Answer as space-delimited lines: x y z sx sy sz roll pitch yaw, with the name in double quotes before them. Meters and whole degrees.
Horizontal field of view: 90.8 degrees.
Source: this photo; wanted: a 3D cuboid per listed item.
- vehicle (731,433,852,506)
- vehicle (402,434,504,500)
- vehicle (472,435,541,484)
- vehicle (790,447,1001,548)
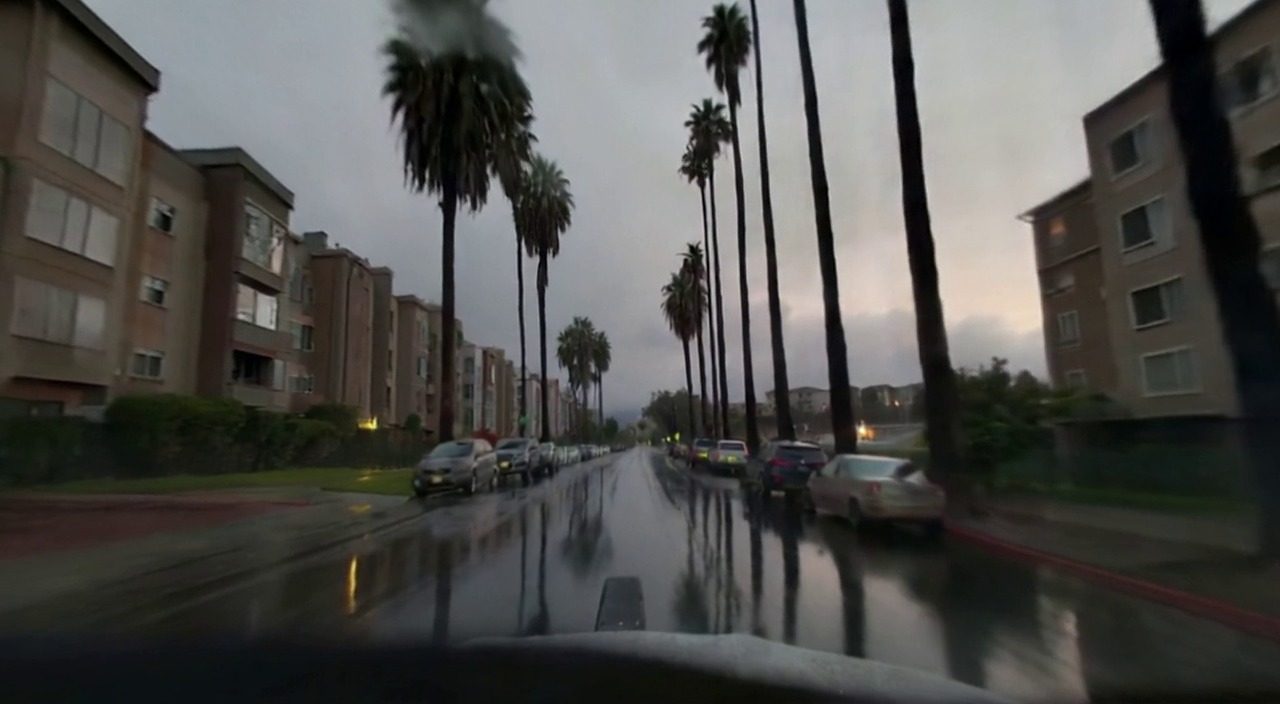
"vehicle" 4.151 3.319 18.347 2.201 1.787 5.007 0 -8 -1
"vehicle" -5.800 3.600 20.230 1.947 1.806 4.413 2 -8 -1
"vehicle" -5.573 4.532 27.003 2.087 1.896 4.554 0 -8 -1
"vehicle" 4.335 2.504 11.663 1.909 1.449 4.513 0 -8 -2
